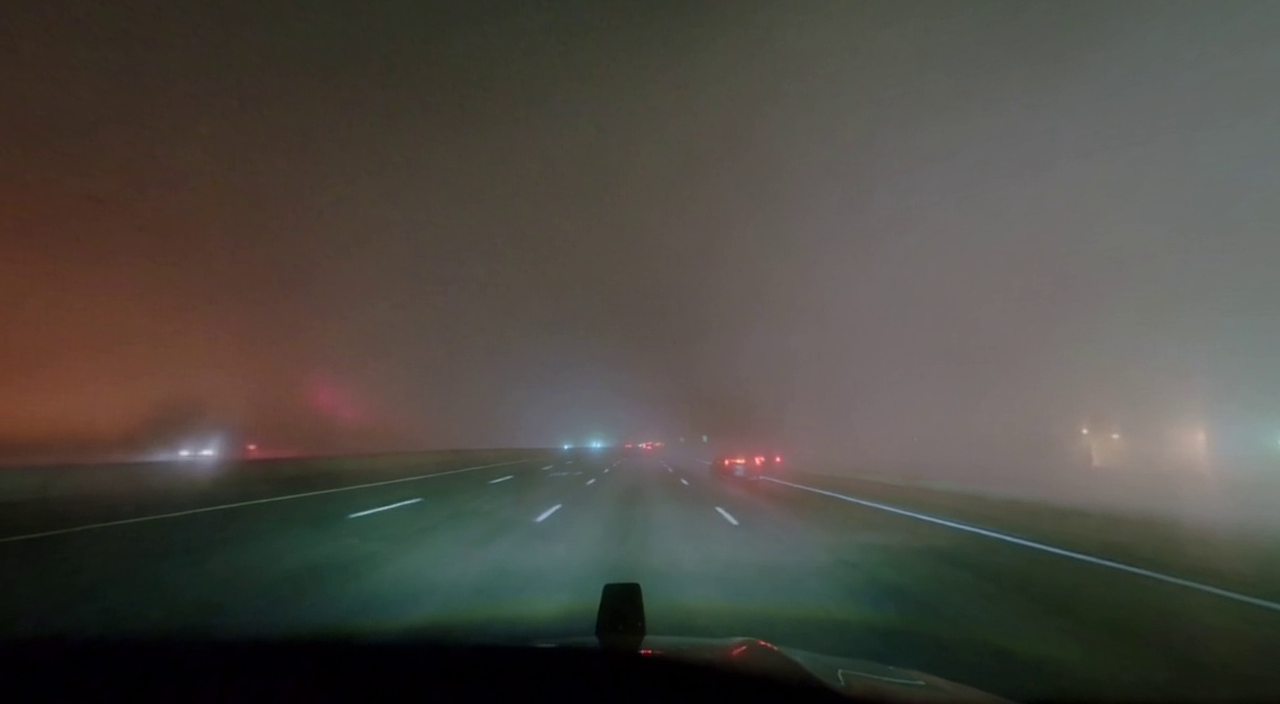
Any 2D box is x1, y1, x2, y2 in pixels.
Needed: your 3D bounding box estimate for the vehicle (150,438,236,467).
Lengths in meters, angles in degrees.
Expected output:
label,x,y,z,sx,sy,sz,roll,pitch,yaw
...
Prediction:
label,x,y,z,sx,sy,sz,roll,pitch,yaw
vehicle,-32.201,7.238,45.495,2.060,1.962,5.618,0,-8,0
